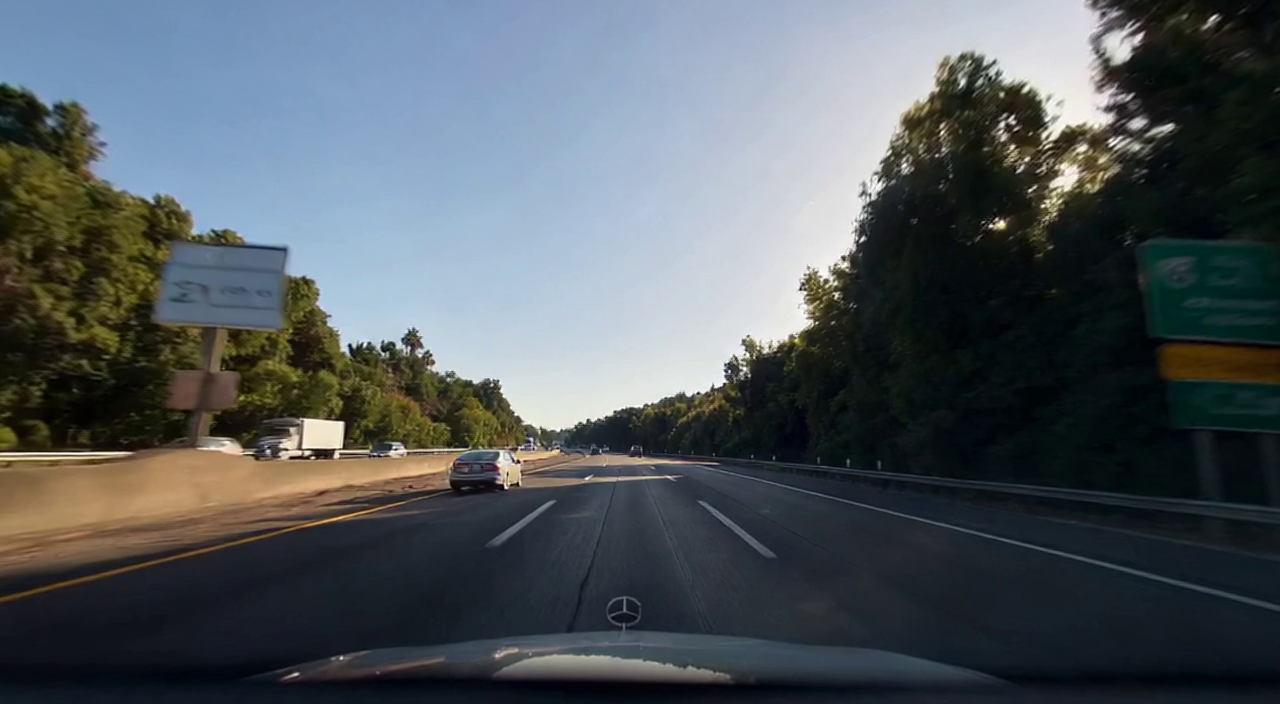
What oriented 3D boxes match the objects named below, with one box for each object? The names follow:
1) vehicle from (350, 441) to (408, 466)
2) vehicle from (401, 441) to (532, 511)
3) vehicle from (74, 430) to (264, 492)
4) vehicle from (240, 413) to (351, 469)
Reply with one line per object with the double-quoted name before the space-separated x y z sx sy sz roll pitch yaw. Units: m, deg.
"vehicle" -17.453 6.801 42.400 2.155 1.583 4.233 0 -9 -1
"vehicle" -4.198 3.074 16.140 2.022 1.513 4.613 0 -9 0
"vehicle" -13.305 3.122 18.279 1.977 1.562 4.525 0 -9 0
"vehicle" -21.720 5.740 40.340 2.792 3.271 7.553 0 -9 -1
